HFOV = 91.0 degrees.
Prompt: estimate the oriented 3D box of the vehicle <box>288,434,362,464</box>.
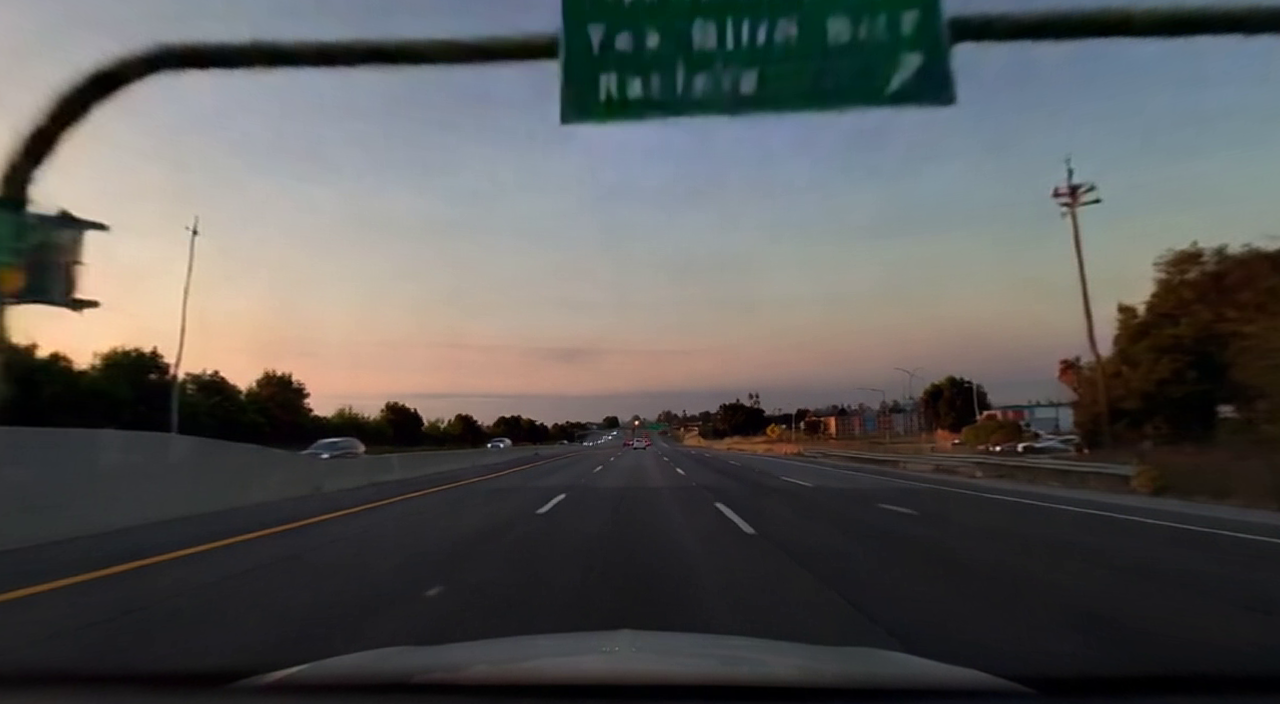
[{"bbox_3d":[-17.260,5.415,34.738,1.854,1.538,4.215,0,-10,0],"label":"vehicle"}]
